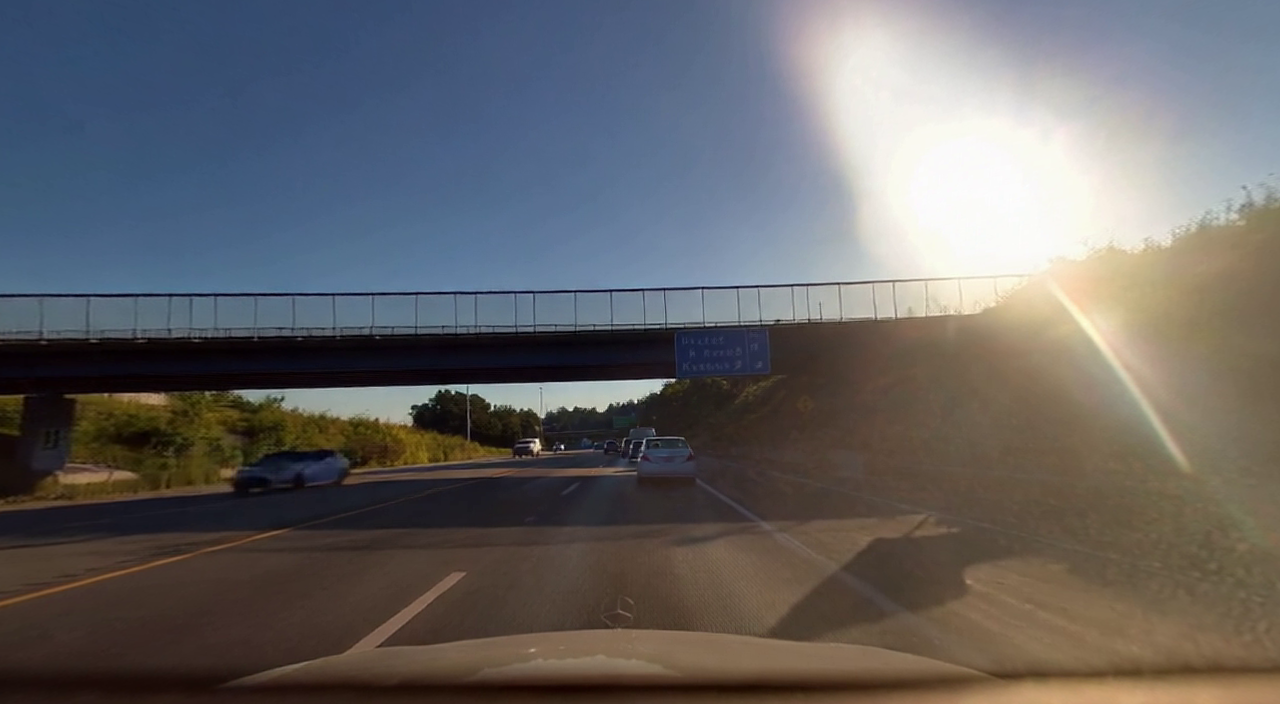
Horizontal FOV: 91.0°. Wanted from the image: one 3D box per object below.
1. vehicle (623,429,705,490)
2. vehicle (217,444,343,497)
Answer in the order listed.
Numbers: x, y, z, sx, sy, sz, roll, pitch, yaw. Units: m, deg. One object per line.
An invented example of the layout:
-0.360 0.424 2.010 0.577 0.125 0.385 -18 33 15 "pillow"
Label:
0.600 3.200 19.124 2.092 1.636 4.024 0 -8 -3 "vehicle"
-11.843 3.885 21.038 1.943 1.495 3.933 -2 -8 -1 "vehicle"
